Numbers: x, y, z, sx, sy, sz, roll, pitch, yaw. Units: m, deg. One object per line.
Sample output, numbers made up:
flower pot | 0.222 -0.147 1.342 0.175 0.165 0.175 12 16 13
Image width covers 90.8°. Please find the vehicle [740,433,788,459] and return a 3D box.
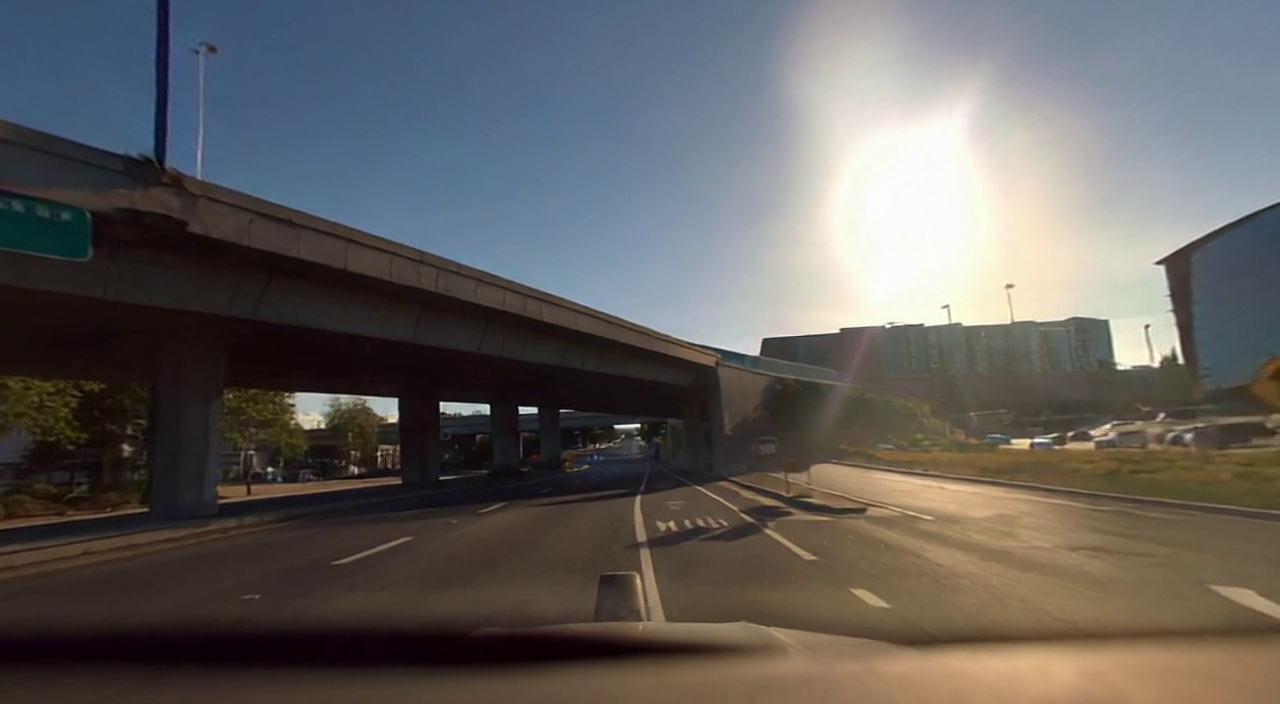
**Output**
vehicle | 7.608 5.803 39.016 2.048 1.516 3.874 0 -8 -2

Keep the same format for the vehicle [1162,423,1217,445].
vehicle | 42.566 6.386 48.922 3.934 1.573 1.856 5 -10 -29

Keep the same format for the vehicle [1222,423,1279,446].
vehicle | 41.523 5.516 42.084 3.580 1.433 1.872 0 -9 0
